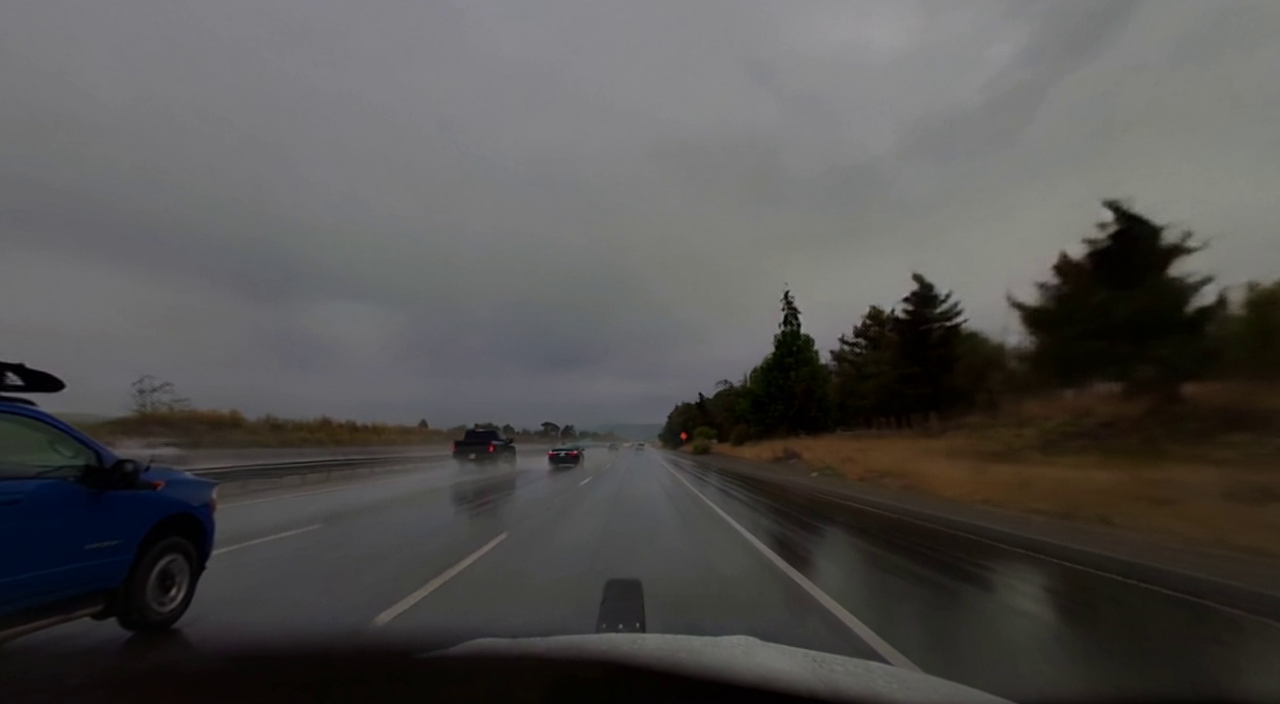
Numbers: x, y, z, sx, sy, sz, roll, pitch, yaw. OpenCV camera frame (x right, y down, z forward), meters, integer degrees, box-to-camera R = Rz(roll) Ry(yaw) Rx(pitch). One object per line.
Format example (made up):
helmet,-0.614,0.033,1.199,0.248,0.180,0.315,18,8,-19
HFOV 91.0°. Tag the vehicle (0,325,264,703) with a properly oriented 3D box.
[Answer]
vehicle,-4.040,0.693,2.238,2.200,1.807,5.041,0,-9,1

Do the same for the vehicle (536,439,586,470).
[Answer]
vehicle,-4.072,5.410,33.249,2.012,1.509,4.359,0,-9,1

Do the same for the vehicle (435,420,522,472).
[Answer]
vehicle,-7.594,4.545,30.411,2.594,2.254,6.028,0,-9,0
